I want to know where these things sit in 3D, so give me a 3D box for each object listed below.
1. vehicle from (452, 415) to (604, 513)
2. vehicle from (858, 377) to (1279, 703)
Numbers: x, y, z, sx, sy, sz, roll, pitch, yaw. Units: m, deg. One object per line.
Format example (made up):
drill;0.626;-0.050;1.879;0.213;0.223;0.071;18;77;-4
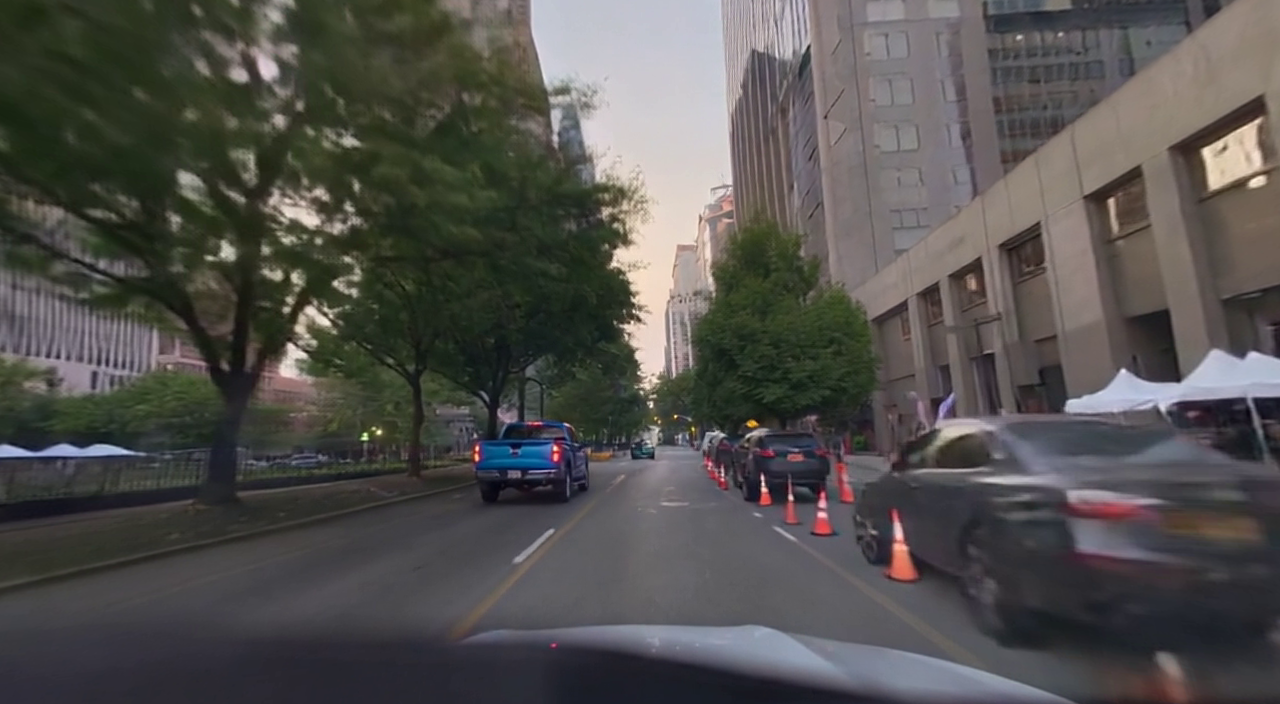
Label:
vehicle;-2.443;2.676;15.693;2.452;1.954;5.653;-1;-8;3
vehicle;3.336;1.211;5.054;2.023;1.607;4.225;-1;-8;6
